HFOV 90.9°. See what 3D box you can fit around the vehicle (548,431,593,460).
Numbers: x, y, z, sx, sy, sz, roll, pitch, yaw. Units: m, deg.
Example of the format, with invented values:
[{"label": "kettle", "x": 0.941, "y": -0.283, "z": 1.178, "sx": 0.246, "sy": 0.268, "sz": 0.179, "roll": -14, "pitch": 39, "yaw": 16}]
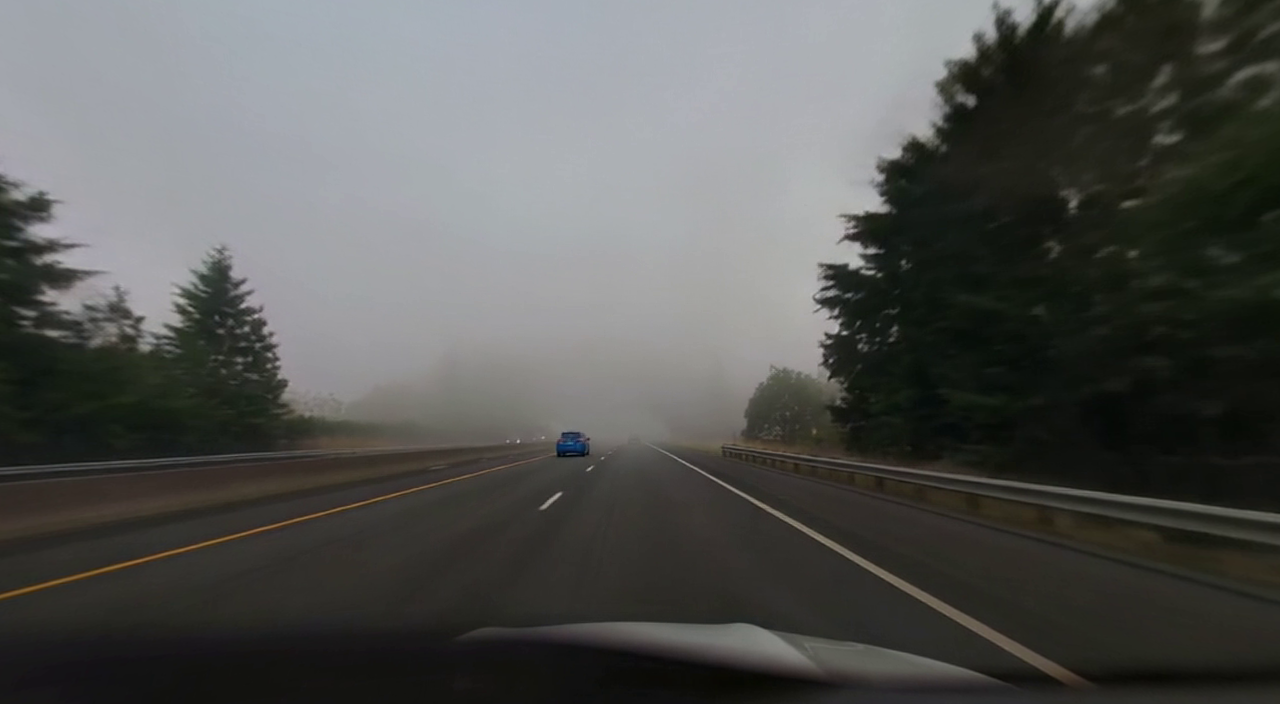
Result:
[{"label": "vehicle", "x": -3.768, "y": 5.147, "z": 34.715, "sx": 2.085, "sy": 1.479, "sz": 3.846, "roll": 0, "pitch": -8, "yaw": -1}]
